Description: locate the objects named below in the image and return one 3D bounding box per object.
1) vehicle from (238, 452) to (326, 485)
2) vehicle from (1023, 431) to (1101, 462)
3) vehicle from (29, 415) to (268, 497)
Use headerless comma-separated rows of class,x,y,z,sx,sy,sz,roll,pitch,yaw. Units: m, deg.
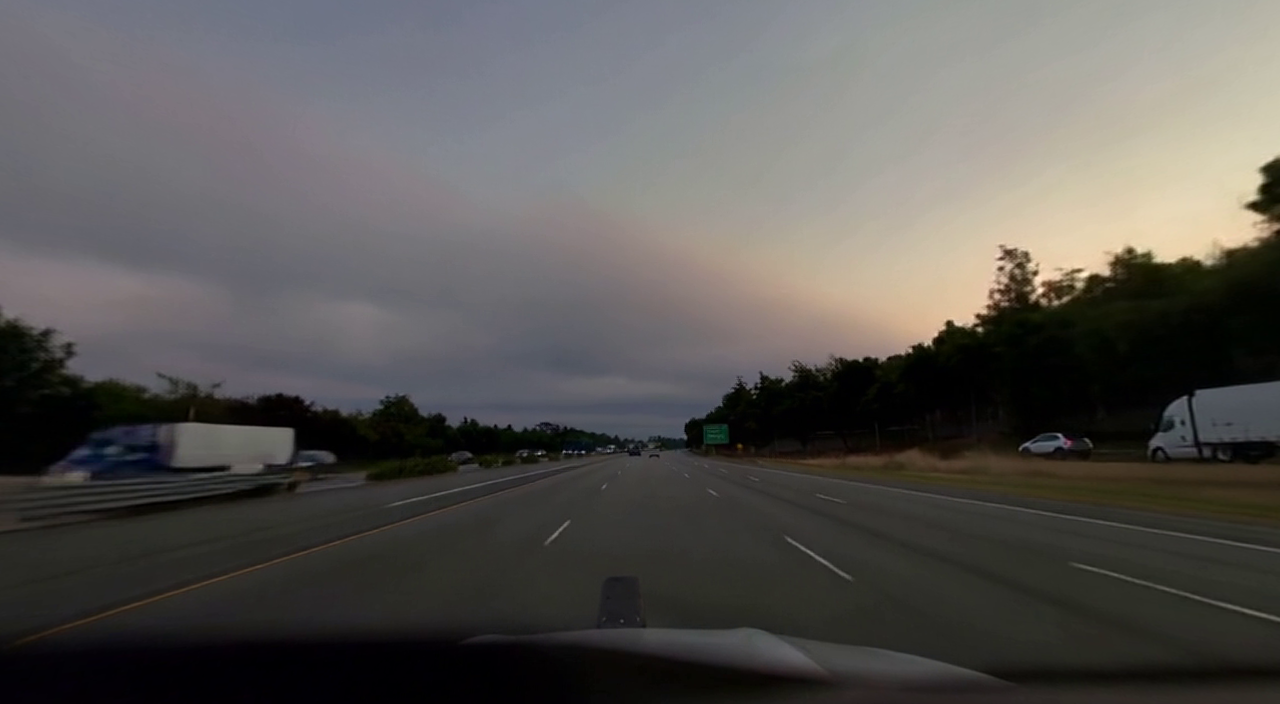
vehicle,-21.138,6.877,37.516,1.997,1.743,5.137,0,-9,3
vehicle,26.808,6.025,40.181,2.038,1.823,3.744,1,-9,-9
vehicle,-28.530,6.247,38.345,2.858,3.971,14.344,0,-9,1
